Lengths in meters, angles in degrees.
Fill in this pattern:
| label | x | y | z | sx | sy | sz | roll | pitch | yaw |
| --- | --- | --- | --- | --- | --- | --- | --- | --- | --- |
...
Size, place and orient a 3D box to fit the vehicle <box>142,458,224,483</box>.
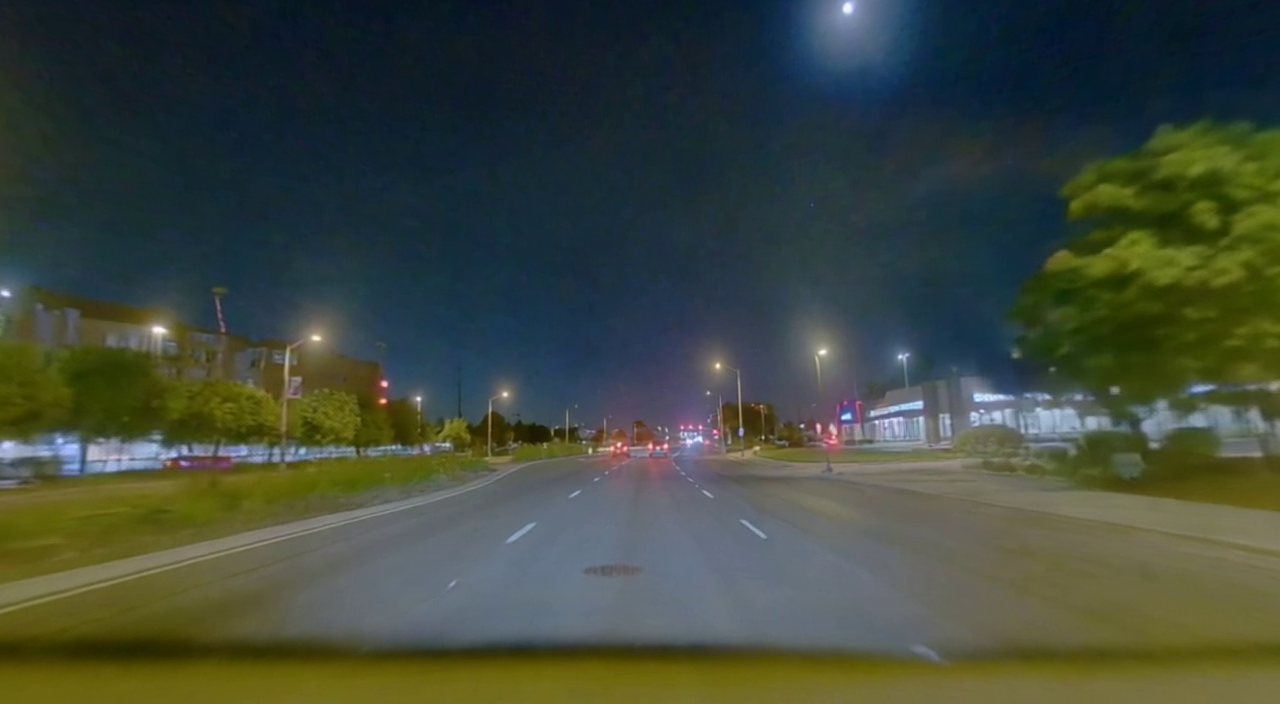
| label | x | y | z | sx | sy | sz | roll | pitch | yaw |
| --- | --- | --- | --- | --- | --- | --- | --- | --- | --- |
| vehicle | -30.245 | 7.825 | 42.016 | 1.820 | 1.467 | 4.594 | -1 | -9 | 4 |
